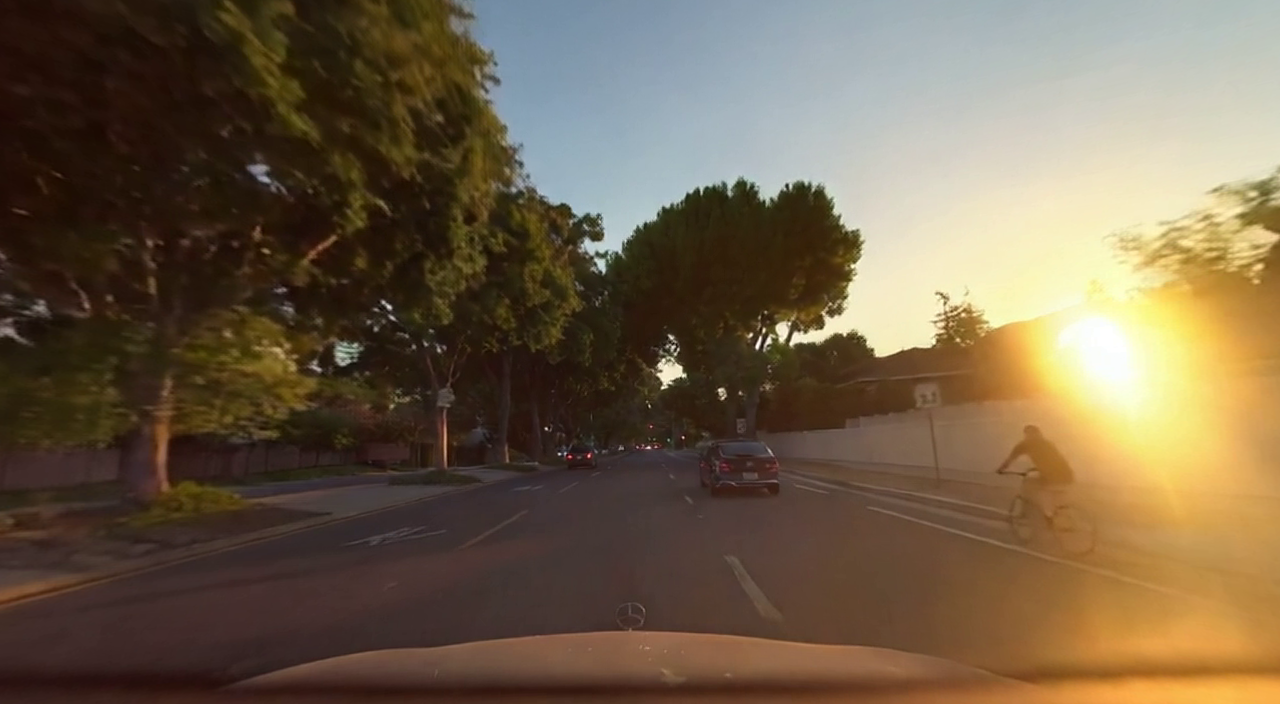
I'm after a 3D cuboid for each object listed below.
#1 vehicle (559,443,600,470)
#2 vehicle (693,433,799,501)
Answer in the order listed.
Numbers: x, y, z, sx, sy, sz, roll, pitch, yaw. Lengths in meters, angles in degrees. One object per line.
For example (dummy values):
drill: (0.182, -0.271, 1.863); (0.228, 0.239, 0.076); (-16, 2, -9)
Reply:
vehicle: (-3.640, 6.411, 38.783); (2.011, 1.480, 4.517); (-1, -9, 1)
vehicle: (2.624, 2.988, 16.761); (1.992, 1.511, 4.464); (-1, -9, 0)
